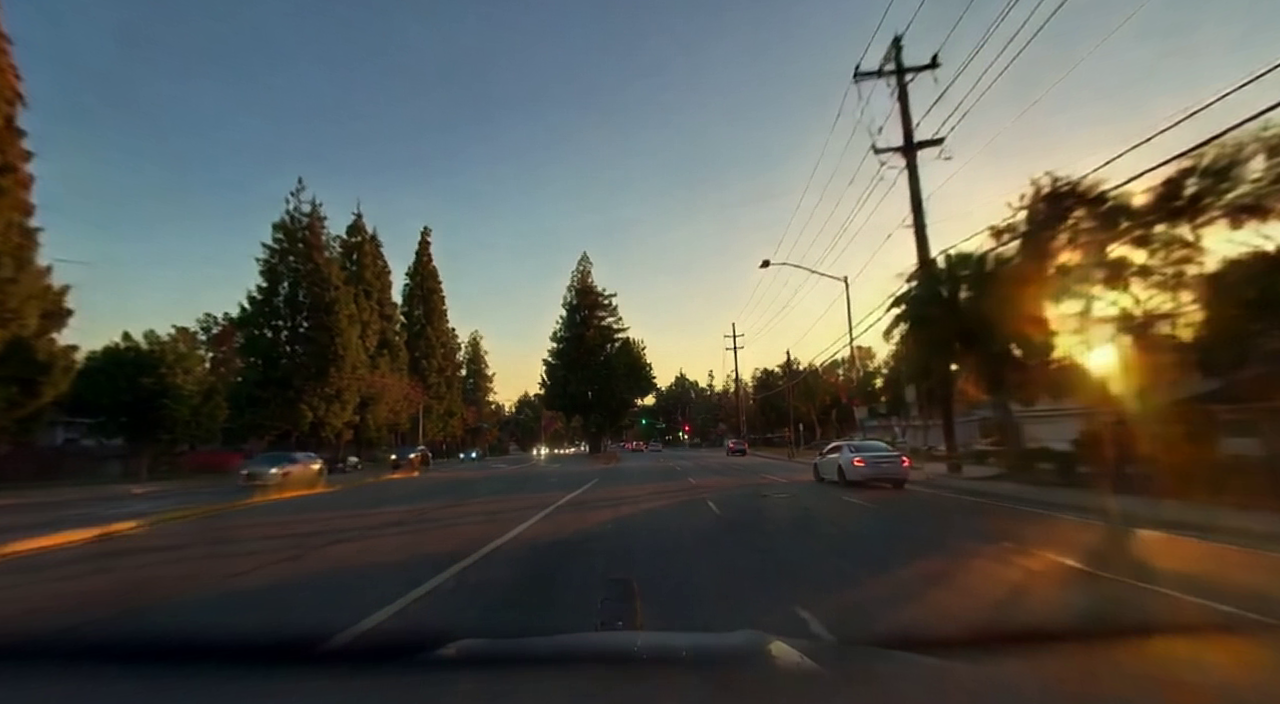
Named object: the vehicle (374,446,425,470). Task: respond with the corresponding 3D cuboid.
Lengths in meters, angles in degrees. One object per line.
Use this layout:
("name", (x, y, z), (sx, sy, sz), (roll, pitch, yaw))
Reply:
("vehicle", (-17.351, 7.642, 45.787), (1.937, 1.676, 4.718), (0, -8, -1))

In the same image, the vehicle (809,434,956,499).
("vehicle", (6.382, 3.067, 17.342), (2.113, 1.520, 4.650), (0, -8, -1))

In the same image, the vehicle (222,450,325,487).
("vehicle", (-16.265, 5.160, 28.363), (1.903, 1.477, 4.721), (0, -8, -2))
